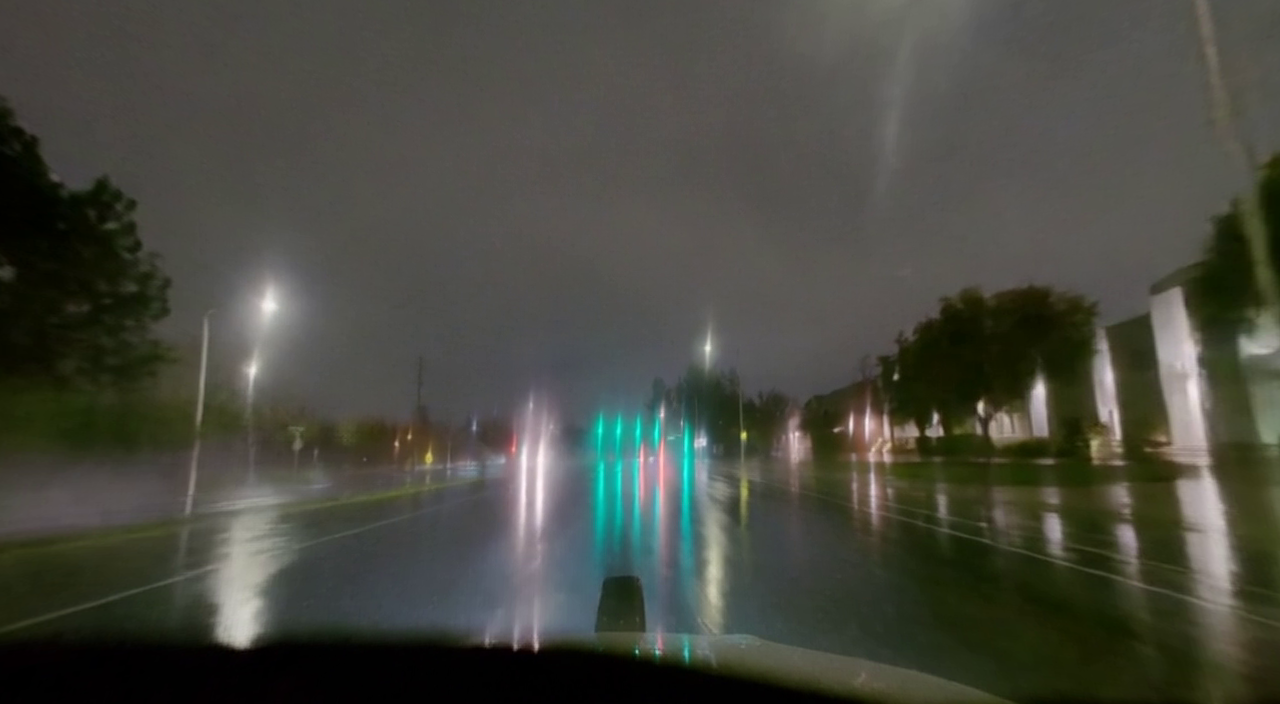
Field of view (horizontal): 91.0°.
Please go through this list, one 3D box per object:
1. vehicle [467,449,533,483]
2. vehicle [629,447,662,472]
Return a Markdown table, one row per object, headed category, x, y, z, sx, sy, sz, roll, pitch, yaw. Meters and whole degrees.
| category | x | y | z | sx | sy | sz | roll | pitch | yaw |
| --- | --- | --- | --- | --- | --- | --- | --- | --- | --- |
| vehicle | -6.457 | 5.316 | 29.583 | 2.014 | 1.472 | 4.357 | 0 | -9 | 2 |
| vehicle | 0.364 | 7.124 | 41.906 | 2.106 | 1.517 | 4.375 | 0 | -9 | 0 |
